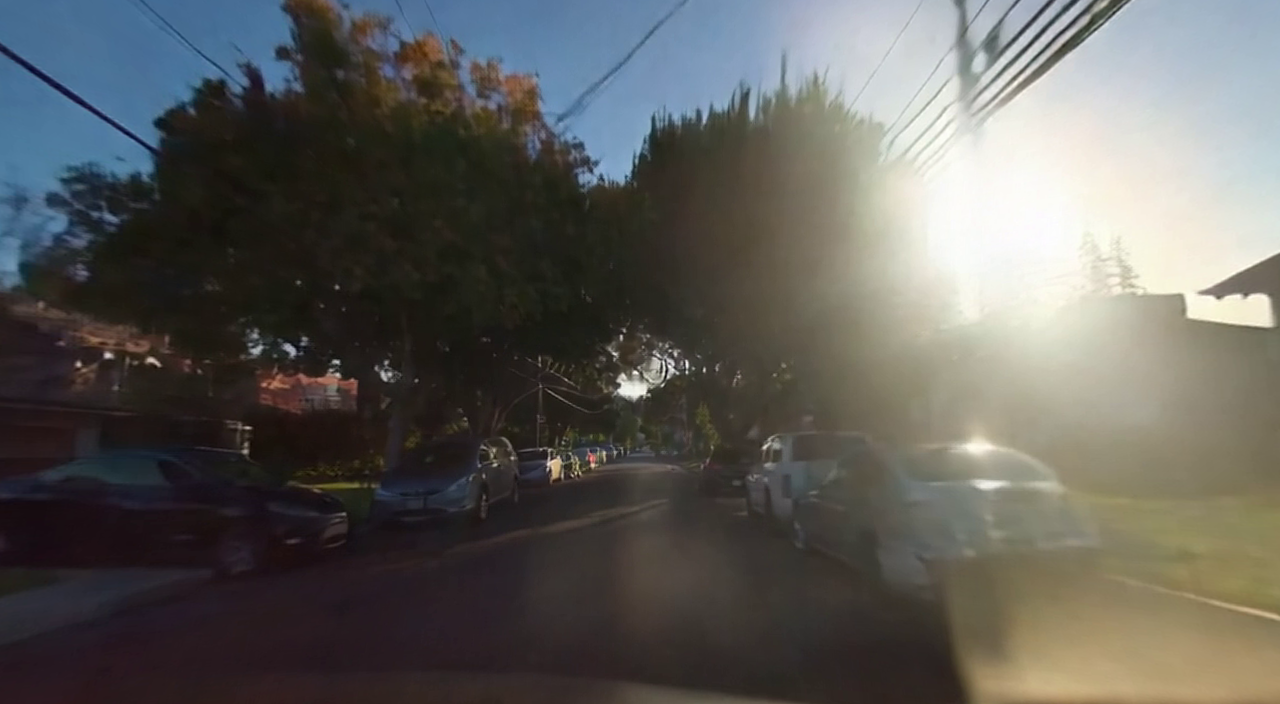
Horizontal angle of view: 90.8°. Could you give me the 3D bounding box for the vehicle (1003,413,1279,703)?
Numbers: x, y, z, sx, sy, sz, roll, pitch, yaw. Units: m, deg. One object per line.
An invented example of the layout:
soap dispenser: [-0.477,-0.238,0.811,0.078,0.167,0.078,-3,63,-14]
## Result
vehicle: [4.268,1.006,2.517,4.471,1.493,1.886,0,-8,-2]

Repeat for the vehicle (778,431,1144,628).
vehicle: [2.964,1.688,7.172,1.878,1.491,4.495,0,-8,1]

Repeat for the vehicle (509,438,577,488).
vehicle: [-3.723,4.336,25.196,2.014,1.780,4.757,0,-8,-1]

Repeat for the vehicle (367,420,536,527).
vehicle: [-3.911,2.612,14.310,2.280,1.953,5.092,0,-8,0]

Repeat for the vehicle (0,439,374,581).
vehicle: [-6.201,1.874,7.964,4.816,1.519,1.920,0,-8,-4]

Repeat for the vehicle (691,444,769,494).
vehicle: [2.932,3.904,21.669,1.952,1.469,4.776,0,-8,0]
